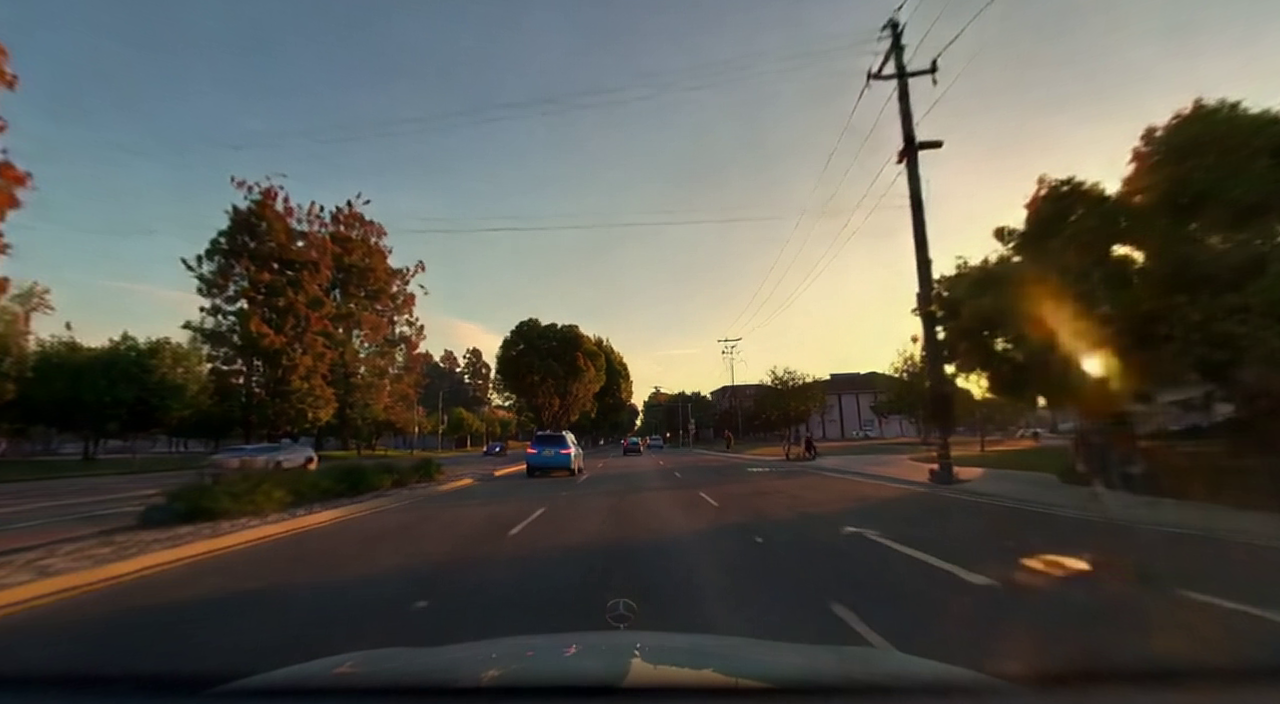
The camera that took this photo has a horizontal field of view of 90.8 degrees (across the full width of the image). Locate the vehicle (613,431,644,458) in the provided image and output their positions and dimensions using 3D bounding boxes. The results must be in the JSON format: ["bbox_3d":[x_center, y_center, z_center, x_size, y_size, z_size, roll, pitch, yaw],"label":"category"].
[{"bbox_3d":[-0.847,6.576,44.871,2.077,1.773,4.257,0,-9,-1],"label":"vehicle"}]

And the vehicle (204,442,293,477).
[{"bbox_3d":[-19.782,5.428,32.160,1.902,1.625,4.095,0,-9,0],"label":"vehicle"}]

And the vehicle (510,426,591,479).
[{"bbox_3d":[-3.059,3.567,22.560,2.174,1.703,4.231,0,-9,2],"label":"vehicle"}]
